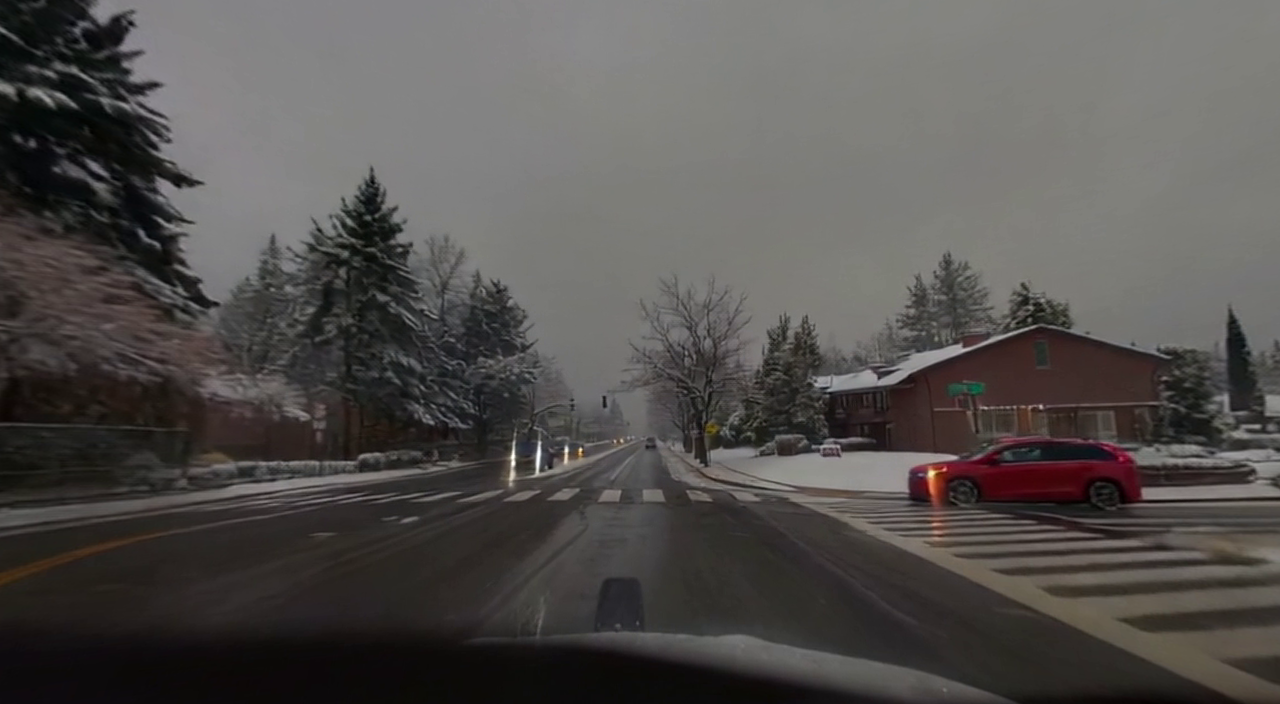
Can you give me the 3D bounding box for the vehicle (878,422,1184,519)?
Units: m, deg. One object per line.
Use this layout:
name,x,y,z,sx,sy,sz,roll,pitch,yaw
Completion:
vehicle,7.784,2.418,13.326,4.906,1.729,2.414,-2,-9,16

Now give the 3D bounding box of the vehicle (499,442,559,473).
vehicle,-5.570,5.338,32.200,2.078,1.467,4.376,0,-8,2

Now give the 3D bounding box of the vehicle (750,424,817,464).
vehicle,8.495,5.561,38.105,2.649,2.151,6.555,0,-8,1
